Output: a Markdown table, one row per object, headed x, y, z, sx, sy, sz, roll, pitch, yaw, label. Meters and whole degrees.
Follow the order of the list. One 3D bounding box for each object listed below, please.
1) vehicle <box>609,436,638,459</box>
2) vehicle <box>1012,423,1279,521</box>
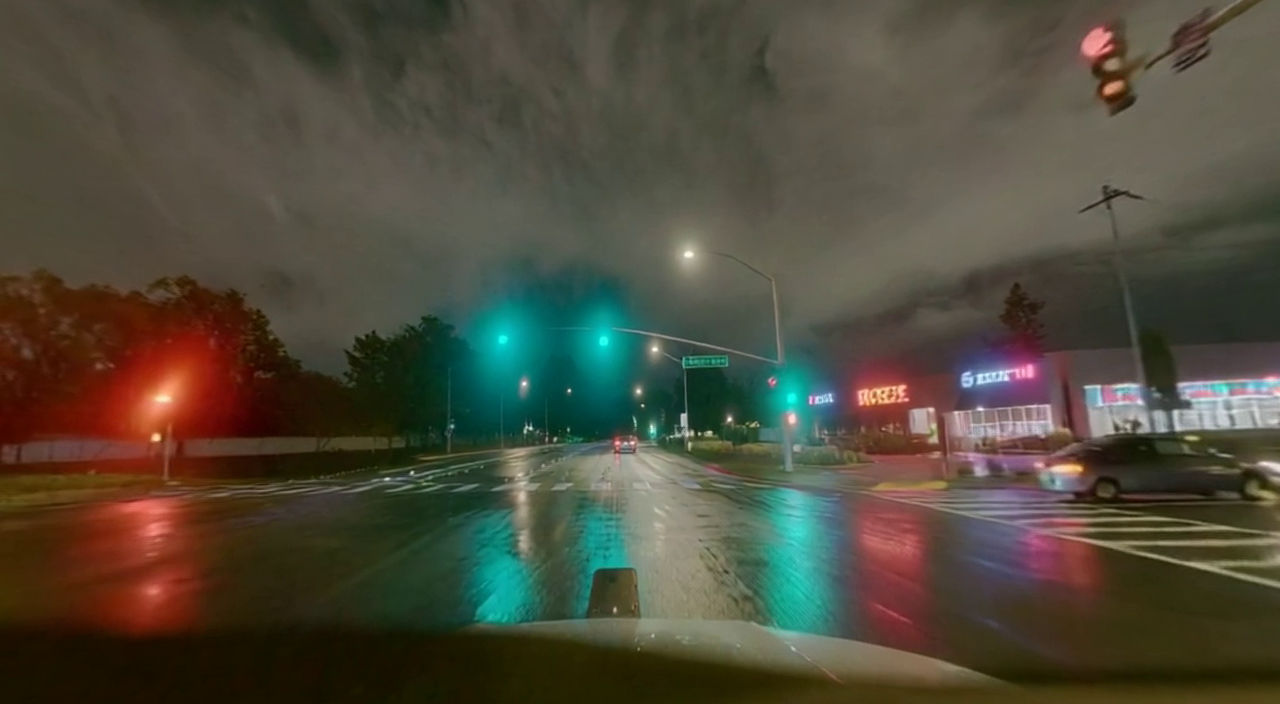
| x | y | z | sx | sy | sz | roll | pitch | yaw | label |
| --- | --- | --- | --- | --- | --- | --- | --- | --- | --- |
| -1.223 | 7.140 | 47.392 | 2.024 | 1.628 | 4.774 | 0 | -9 | -1 | vehicle |
| 9.490 | 2.037 | 10.982 | 4.794 | 1.511 | 1.992 | 0 | -9 | -3 | vehicle |
